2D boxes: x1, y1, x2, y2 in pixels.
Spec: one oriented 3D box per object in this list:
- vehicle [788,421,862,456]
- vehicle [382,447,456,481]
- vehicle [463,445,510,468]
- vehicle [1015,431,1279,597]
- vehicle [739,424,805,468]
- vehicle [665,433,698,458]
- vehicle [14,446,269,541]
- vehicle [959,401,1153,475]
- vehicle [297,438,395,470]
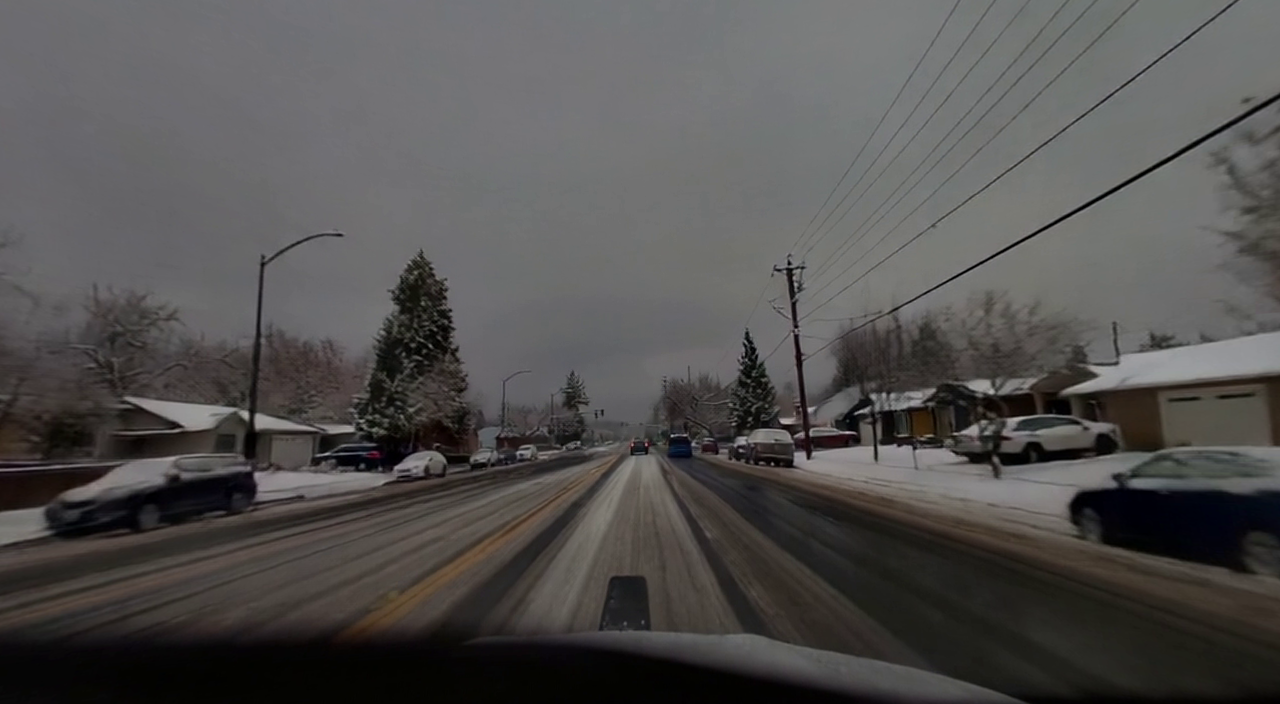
[{"bbox_3d":[12.898,6.080,44.126,4.305,1.844,2.135,-7,-9,1],"label":"vehicle"},{"bbox_3d":[-10.610,5.395,30.635,1.896,1.495,4.425,0,-8,1],"label":"vehicle"},{"bbox_3d":[-10.345,7.046,42.740,2.098,1.503,4.113,0,-8,0],"label":"vehicle"},{"bbox_3d":[6.581,1.608,6.877,2.070,1.428,4.636,0,-8,-1],"label":"vehicle"},{"bbox_3d":[6.720,4.885,32.772,2.274,2.090,5.465,0,-8,0],"label":"vehicle"},{"bbox_3d":[3.043,6.945,47.003,2.070,1.765,4.731,0,-8,-1],"label":"vehicle"},{"bbox_3d":[-10.552,2.952,13.948,1.965,1.675,4.577,0,-8,-2],"label":"vehicle"},{"bbox_3d":[12.830,2.668,19.683,4.496,1.773,1.972,-5,-8,-1],"label":"vehicle"},{"bbox_3d":[-17.551,6.091,37.813,4.745,1.810,2.197,0,-8,2],"label":"vehicle"}]
